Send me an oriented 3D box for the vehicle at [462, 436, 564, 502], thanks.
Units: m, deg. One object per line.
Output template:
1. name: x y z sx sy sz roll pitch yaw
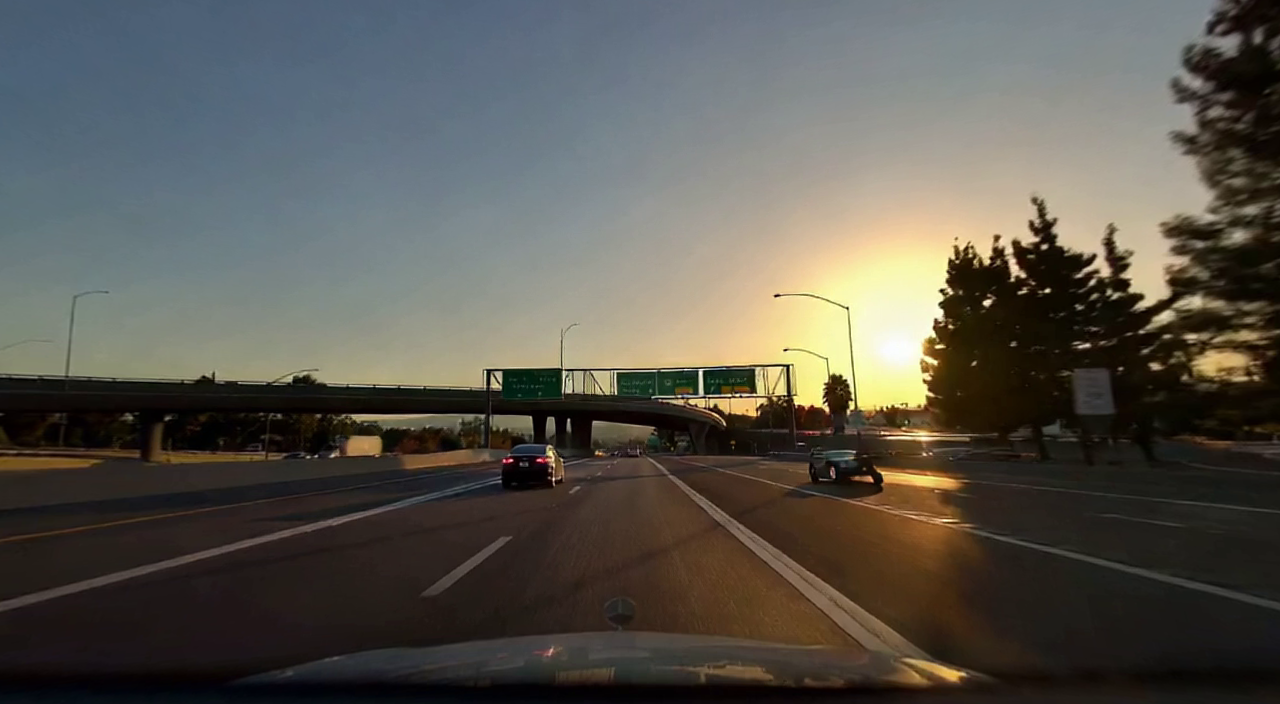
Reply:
1. vehicle: -3.592 3.388 18.780 2.178 1.699 4.321 0 -8 0
